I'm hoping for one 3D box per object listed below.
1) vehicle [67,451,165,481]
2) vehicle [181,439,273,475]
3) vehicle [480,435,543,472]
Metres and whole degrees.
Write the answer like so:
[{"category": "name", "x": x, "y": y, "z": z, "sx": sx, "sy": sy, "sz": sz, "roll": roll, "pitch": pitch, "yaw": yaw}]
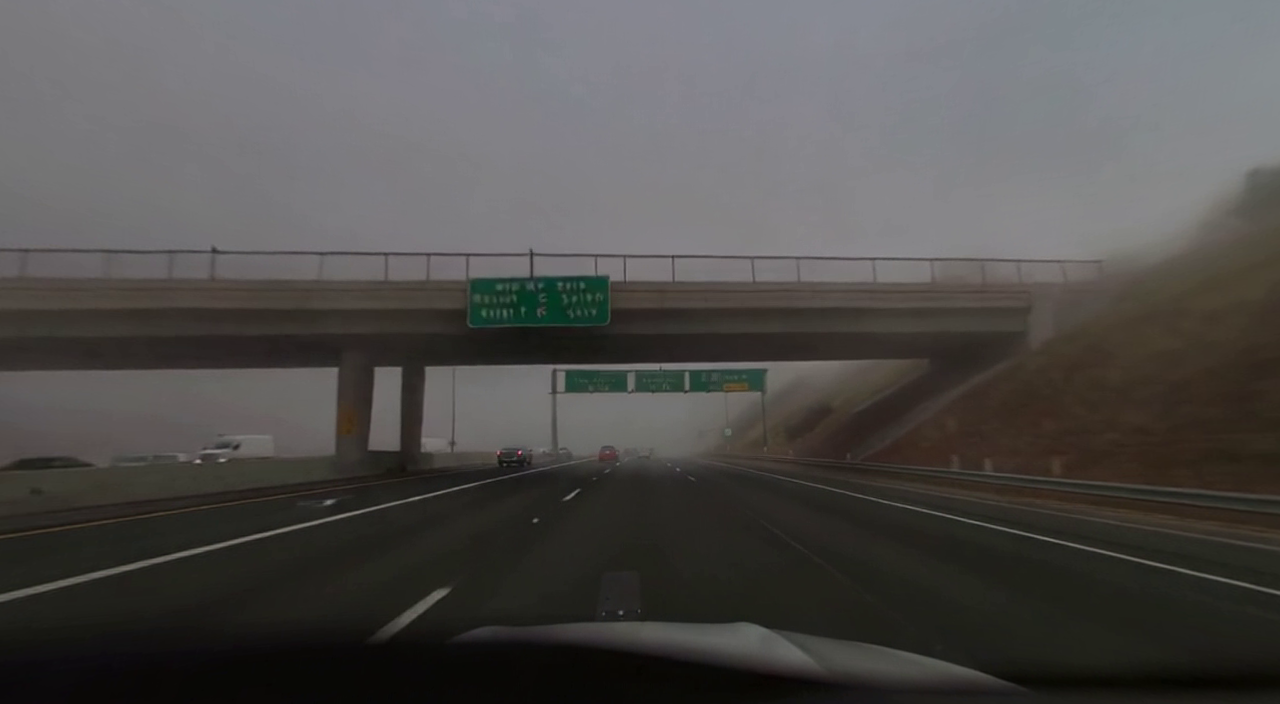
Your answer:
[{"category": "vehicle", "x": -30.898, "y": 6.716, "z": 37.319, "sx": 1.858, "sy": 1.648, "sz": 4.522, "roll": 0, "pitch": -9, "yaw": 0}, {"category": "vehicle", "x": -27.372, "y": 6.952, "z": 42.034, "sx": 2.291, "sy": 2.219, "sz": 5.672, "roll": 0, "pitch": -9, "yaw": 0}, {"category": "vehicle", "x": -7.326, "y": 5.862, "z": 36.612, "sx": 2.341, "sy": 1.959, "sz": 5.684, "roll": 0, "pitch": -9, "yaw": 1}]
